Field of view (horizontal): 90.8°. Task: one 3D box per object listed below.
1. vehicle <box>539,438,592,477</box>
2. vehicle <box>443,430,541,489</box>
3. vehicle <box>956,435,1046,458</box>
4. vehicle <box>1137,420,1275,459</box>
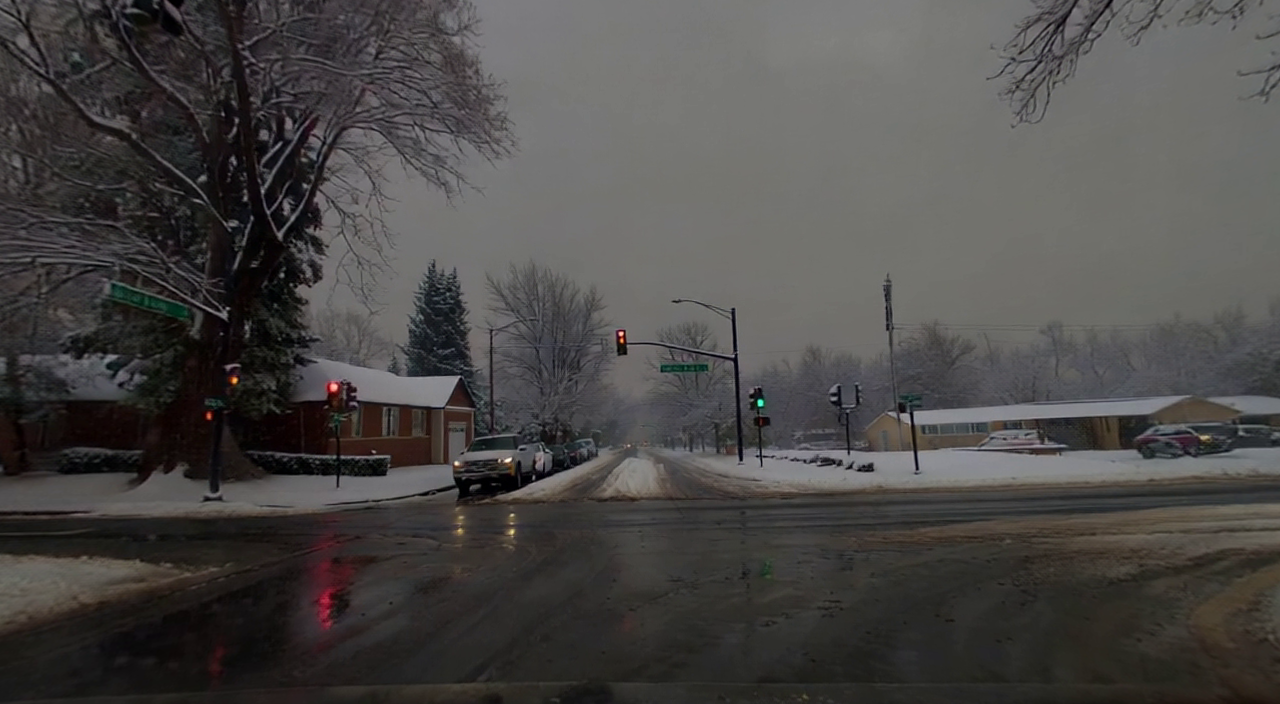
[{"bbox_3d":[-3.643,5.279,31.905,2.120,1.783,4.788,0,-9,-1],"label":"vehicle"},{"bbox_3d":[-6.496,4.837,28.976,2.896,2.339,7.322,0,-9,-1],"label":"vehicle"},{"bbox_3d":[24.994,6.551,43.838,5.172,1.515,1.851,0,-9,-2],"label":"vehicle"},{"bbox_3d":[33.269,5.159,37.238,5.969,2.149,2.331,0,-9,-3],"label":"vehicle"}]
